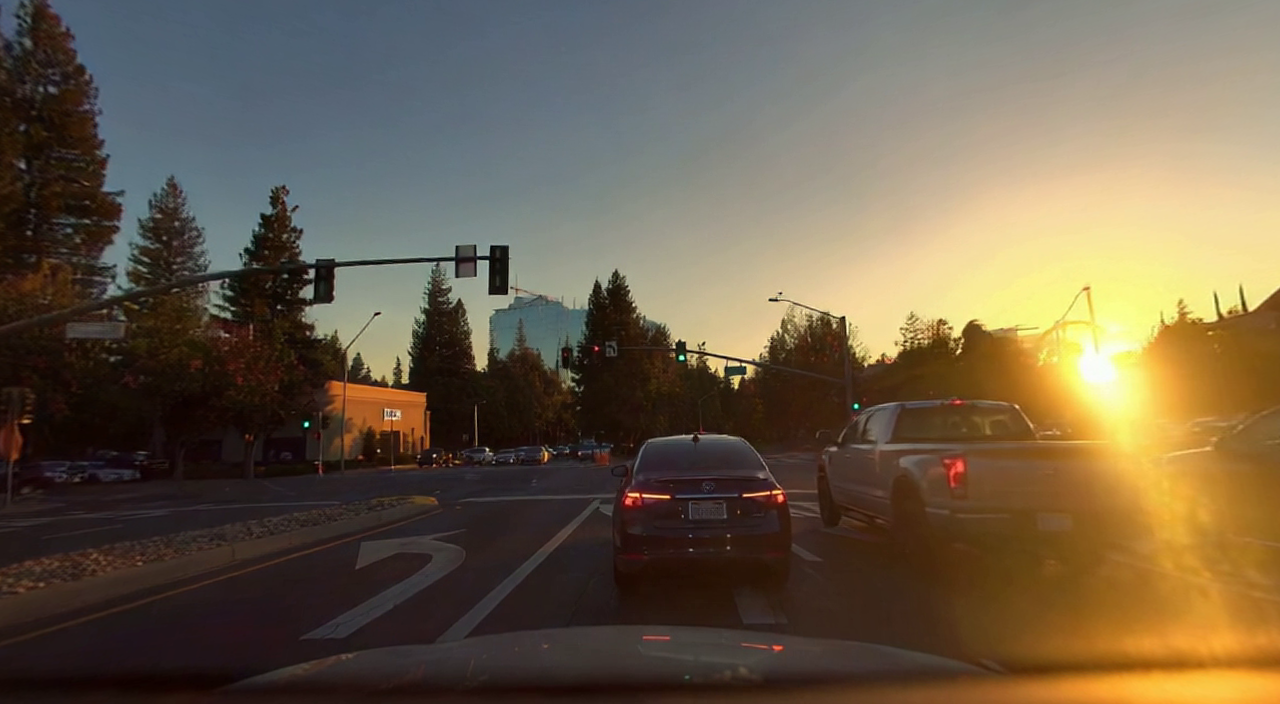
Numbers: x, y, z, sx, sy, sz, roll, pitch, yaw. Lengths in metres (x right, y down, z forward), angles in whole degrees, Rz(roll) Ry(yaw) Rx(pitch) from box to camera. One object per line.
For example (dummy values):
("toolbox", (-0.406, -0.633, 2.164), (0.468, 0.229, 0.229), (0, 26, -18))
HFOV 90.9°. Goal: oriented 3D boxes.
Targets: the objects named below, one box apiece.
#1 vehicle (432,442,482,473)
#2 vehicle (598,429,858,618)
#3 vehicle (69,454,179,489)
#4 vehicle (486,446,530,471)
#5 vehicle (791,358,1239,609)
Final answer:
("vehicle", (-11.879, 6.846, 41.227), (1.991, 1.844, 4.393), (0, -8, 0))
("vehicle", (0.604, 1.612, 6.874), (2.038, 1.447, 3.756), (0, -8, -3))
("vehicle", (-29.078, 6.703, 35.600), (4.789, 1.828, 2.025), (-2, -9, 10))
("vehicle", (-8.408, 6.815, 40.477), (2.002, 1.469, 4.301), (0, -8, -1))
("vehicle", (3.815, 1.491, 8.070), (2.358, 2.116, 5.328), (0, -8, -1))
